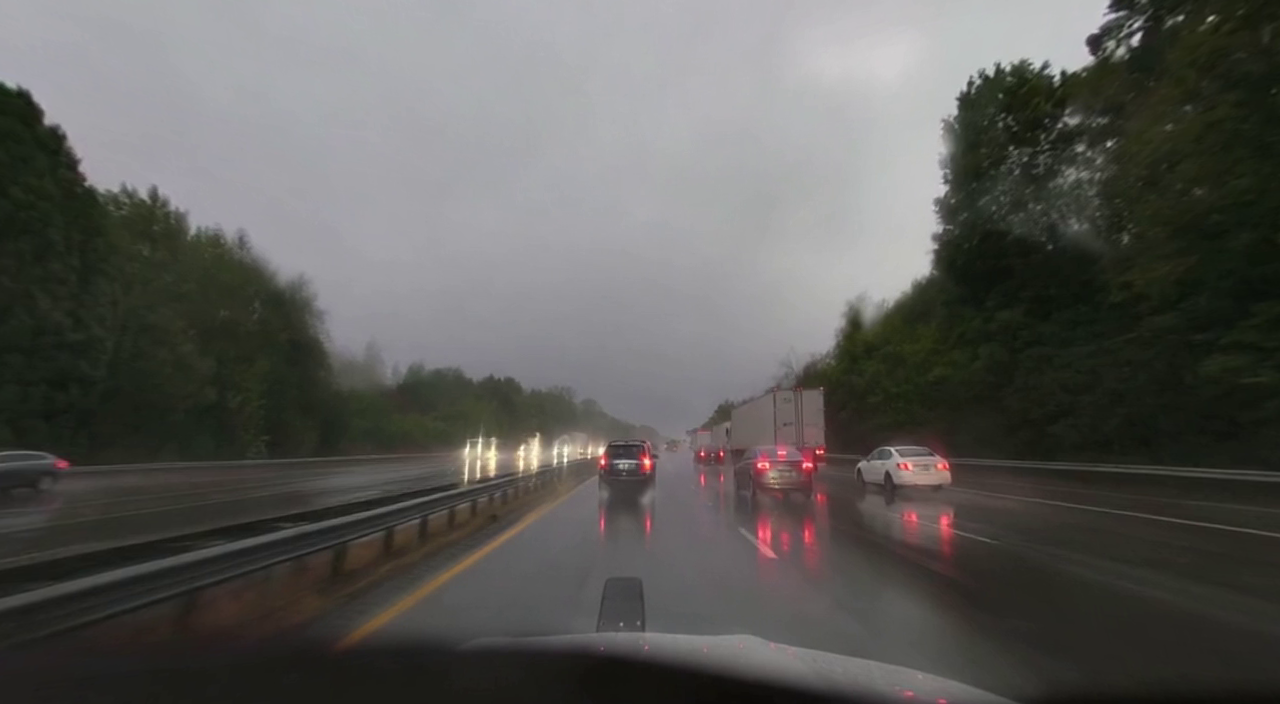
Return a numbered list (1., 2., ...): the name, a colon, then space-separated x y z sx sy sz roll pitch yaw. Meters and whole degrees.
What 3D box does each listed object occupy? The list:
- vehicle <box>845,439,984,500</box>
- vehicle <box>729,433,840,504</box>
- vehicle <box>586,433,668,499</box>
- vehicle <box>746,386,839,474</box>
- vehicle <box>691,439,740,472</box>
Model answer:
1. vehicle: 7.406 3.198 17.548 1.951 1.467 4.173 0 -9 0
2. vehicle: 3.609 2.989 16.521 1.920 1.594 3.867 0 -9 -1
3. vehicle: -0.309 3.135 17.594 2.023 1.618 3.628 0 -9 1
4. vehicle: 7.749 4.238 33.487 2.823 4.063 8.485 0 -9 0
5. vehicle: 4.051 5.649 34.511 2.150 1.632 4.260 0 -9 0
